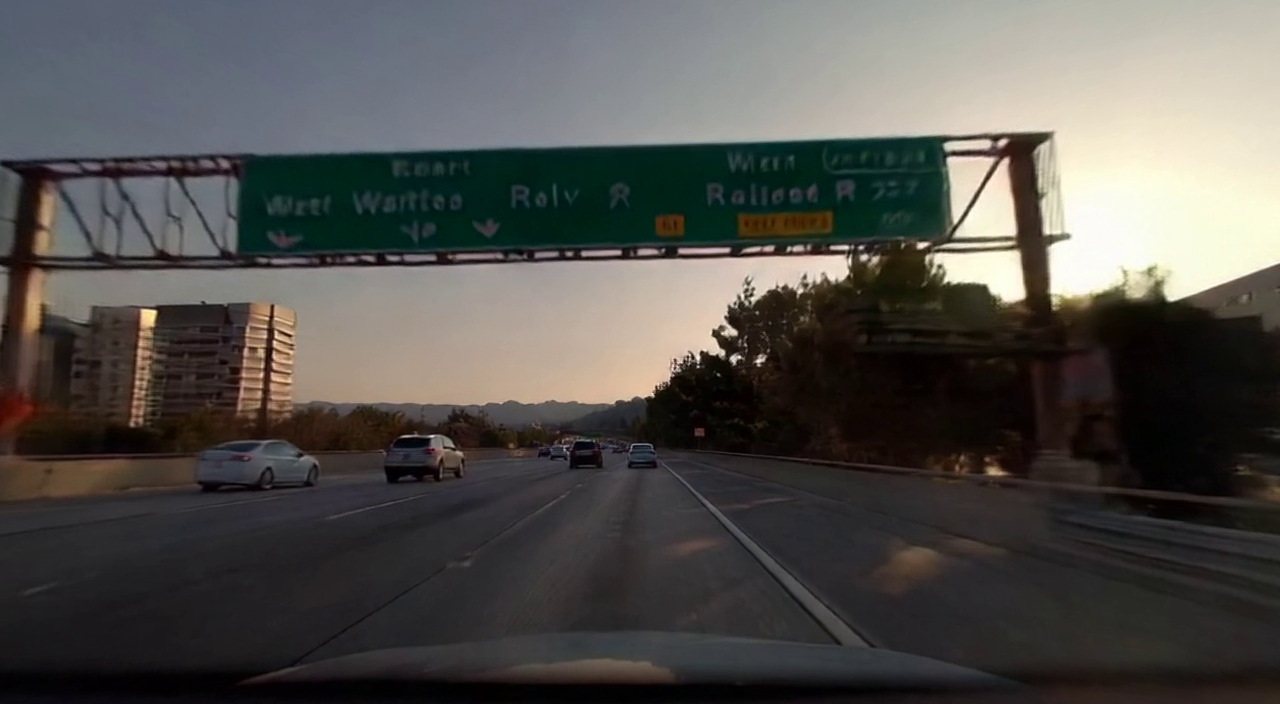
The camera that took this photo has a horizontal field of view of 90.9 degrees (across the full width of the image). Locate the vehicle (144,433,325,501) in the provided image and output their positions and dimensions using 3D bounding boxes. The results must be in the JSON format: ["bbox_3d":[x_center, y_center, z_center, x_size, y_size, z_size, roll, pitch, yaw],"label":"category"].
[{"bbox_3d":[-11.591,3.296,18.555,2.187,1.726,4.634,0,-8,1],"label":"vehicle"}]

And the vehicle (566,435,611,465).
[{"bbox_3d":[-3.727,7.235,46.819,2.751,2.050,5.761,0,-8,1],"label":"vehicle"}]

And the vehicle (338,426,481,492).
[{"bbox_3d":[-7.506,3.571,21.490,2.521,1.901,5.988,0,-8,1],"label":"vehicle"}]

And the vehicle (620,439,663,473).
[{"bbox_3d":[0.076,5.553,34.044,2.135,1.697,4.757,0,-8,0],"label":"vehicle"}]
